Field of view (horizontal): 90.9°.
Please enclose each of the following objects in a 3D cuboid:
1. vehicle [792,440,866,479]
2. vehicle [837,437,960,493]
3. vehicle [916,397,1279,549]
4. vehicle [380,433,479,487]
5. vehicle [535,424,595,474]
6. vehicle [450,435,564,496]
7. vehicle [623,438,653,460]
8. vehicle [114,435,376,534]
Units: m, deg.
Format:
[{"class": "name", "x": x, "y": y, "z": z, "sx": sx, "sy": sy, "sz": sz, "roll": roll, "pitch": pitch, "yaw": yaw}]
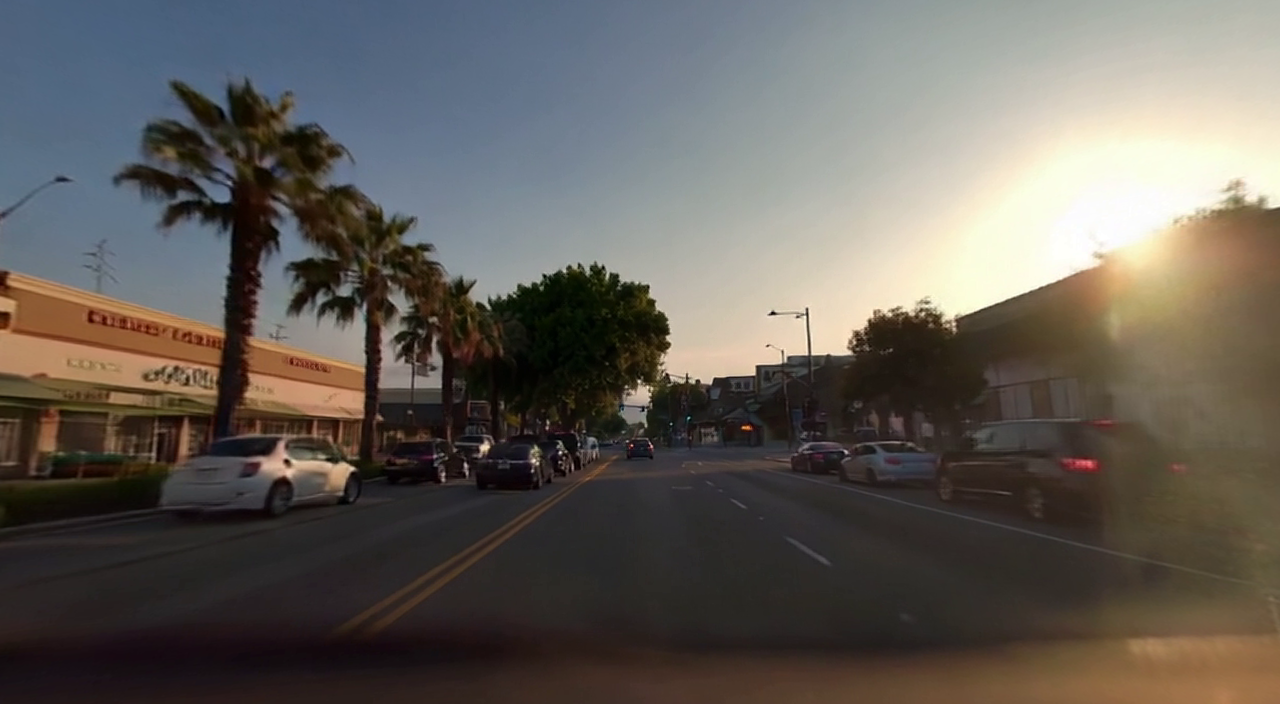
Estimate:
[{"class": "vehicle", "x": 7.801, "y": 4.470, "z": 26.441, "sx": 1.888, "sy": 1.496, "sz": 4.294, "roll": 0, "pitch": -9, "yaw": 2}, {"class": "vehicle", "x": 7.844, "y": 3.455, "z": 19.631, "sx": 1.985, "sy": 1.549, "sz": 4.404, "roll": 0, "pitch": -9, "yaw": 1}, {"class": "vehicle", "x": 7.329, "y": 1.991, "z": 11.093, "sx": 2.256, "sy": 1.936, "sz": 5.838, "roll": 0, "pitch": -9, "yaw": 0}, {"class": "vehicle", "x": -6.606, "y": 3.435, "z": 20.301, "sx": 1.668, "sy": 1.525, "sz": 4.168, "roll": 0, "pitch": -9, "yaw": 1}, {"class": "vehicle", "x": -3.258, "y": 4.343, "z": 28.271, "sx": 2.158, "sy": 2.040, "sz": 4.511, "roll": 0, "pitch": -9, "yaw": 0}, {"class": "vehicle", "x": -3.500, "y": 3.103, "z": 17.582, "sx": 2.044, "sy": 1.462, "sz": 4.624, "roll": 0, "pitch": -9, "yaw": 2}, {"class": "vehicle", "x": -0.081, "y": 7.042, "z": 45.874, "sx": 2.092, "sy": 1.497, "sz": 4.446, "roll": 0, "pitch": -9, "yaw": 1}, {"class": "vehicle", "x": -7.002, "y": 2.360, "z": 11.906, "sx": 2.071, "sy": 1.501, "sz": 4.339, "roll": 0, "pitch": -9, "yaw": 1}]
